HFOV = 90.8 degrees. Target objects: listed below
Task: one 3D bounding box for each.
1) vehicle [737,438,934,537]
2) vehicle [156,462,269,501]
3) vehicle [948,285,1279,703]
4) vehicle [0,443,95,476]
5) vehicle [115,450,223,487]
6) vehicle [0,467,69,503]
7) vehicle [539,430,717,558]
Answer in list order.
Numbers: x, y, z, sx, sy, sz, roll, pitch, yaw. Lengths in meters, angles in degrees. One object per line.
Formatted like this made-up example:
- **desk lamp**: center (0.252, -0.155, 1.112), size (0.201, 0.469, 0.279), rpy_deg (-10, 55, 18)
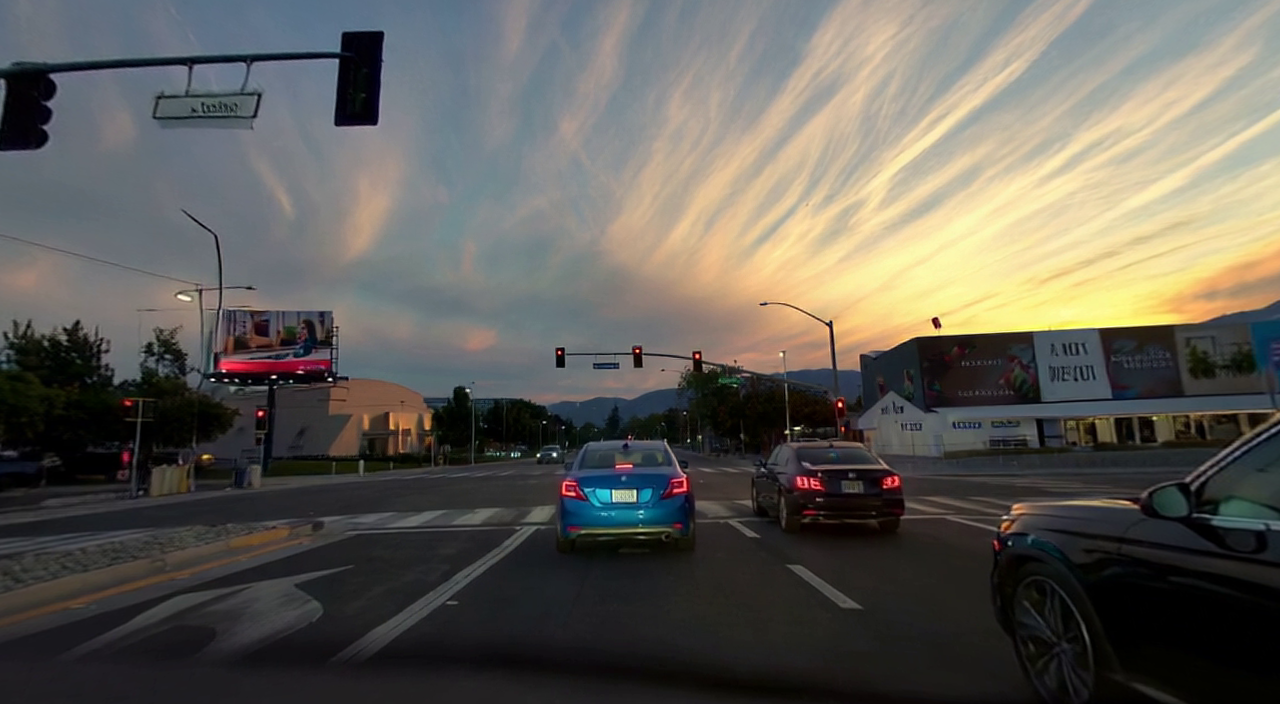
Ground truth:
- **vehicle**: center (3.198, 2.304, 11.460), size (2.009, 1.414, 4.416), rpy_deg (0, -8, -2)
- **vehicle**: center (-19.100, 5.789, 28.521), size (1.942, 1.453, 4.448), rpy_deg (0, -8, 0)
- **vehicle**: center (2.997, 0.667, 1.774), size (2.047, 1.785, 4.357), rpy_deg (0, -8, 0)
- **vehicle**: center (-35.704, 6.335, 37.388), size (2.145, 1.797, 5.198), rpy_deg (-1, -8, 1)
- **vehicle**: center (-27.511, 6.796, 37.170), size (2.300, 1.932, 5.056), rpy_deg (-1, -9, 2)
- **vehicle**: center (-28.024, 6.104, 29.262), size (1.972, 1.433, 4.324), rpy_deg (8, -12, -39)
- **vehicle**: center (-0.159, 1.974, 9.485), size (2.095, 1.502, 3.873), rpy_deg (0, -8, 0)
